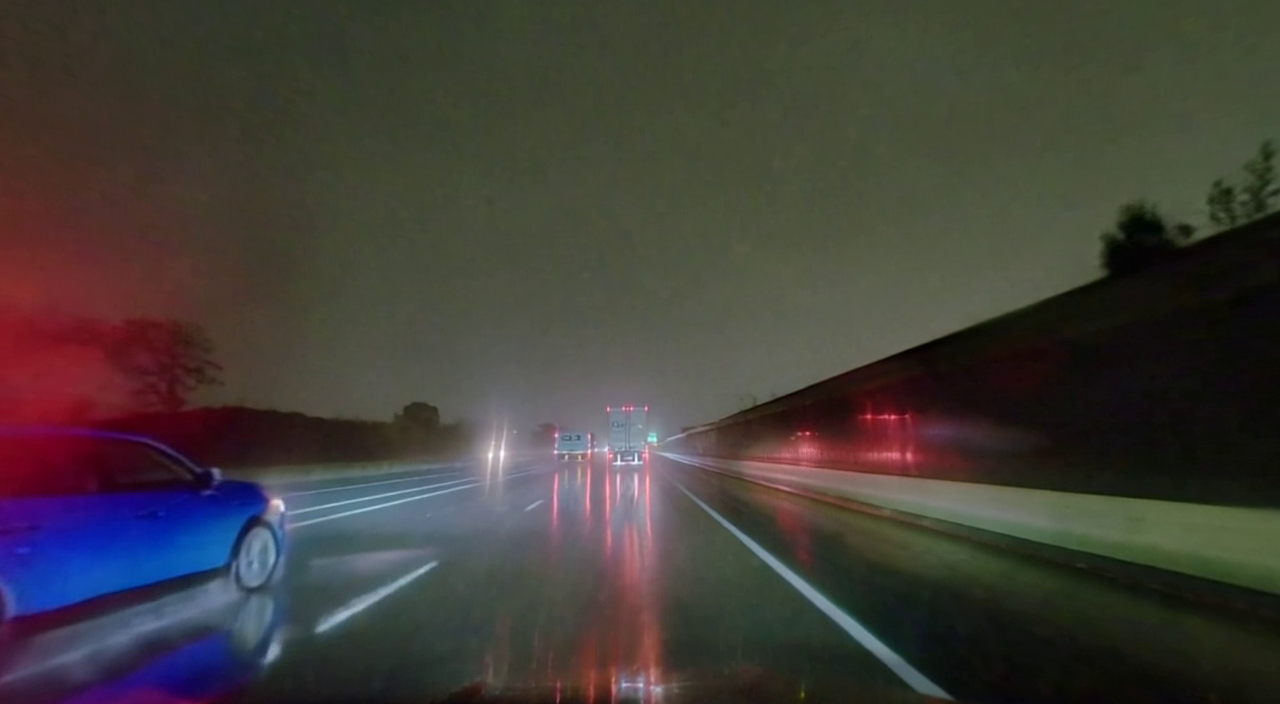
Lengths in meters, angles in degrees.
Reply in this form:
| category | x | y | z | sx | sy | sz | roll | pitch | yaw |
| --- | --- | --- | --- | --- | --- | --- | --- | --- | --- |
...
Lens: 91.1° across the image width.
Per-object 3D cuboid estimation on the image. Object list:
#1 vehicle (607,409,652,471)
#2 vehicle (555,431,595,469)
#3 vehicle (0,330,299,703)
| category | x | y | z | sx | sy | sz | roll | pitch | yaw |
| --- | --- | --- | --- | --- | --- | --- | --- | --- | --- |
| vehicle | -0.844 | 6.476 | 45.855 | 2.923 | 4.007 | 9.760 | 0 | -9 | -2 |
| vehicle | -4.911 | 7.550 | 48.401 | 2.529 | 2.697 | 5.935 | 0 | -9 | -1 |
| vehicle | -4.375 | 0.898 | 3.361 | 2.226 | 1.935 | 5.130 | 0 | -9 | 0 |
